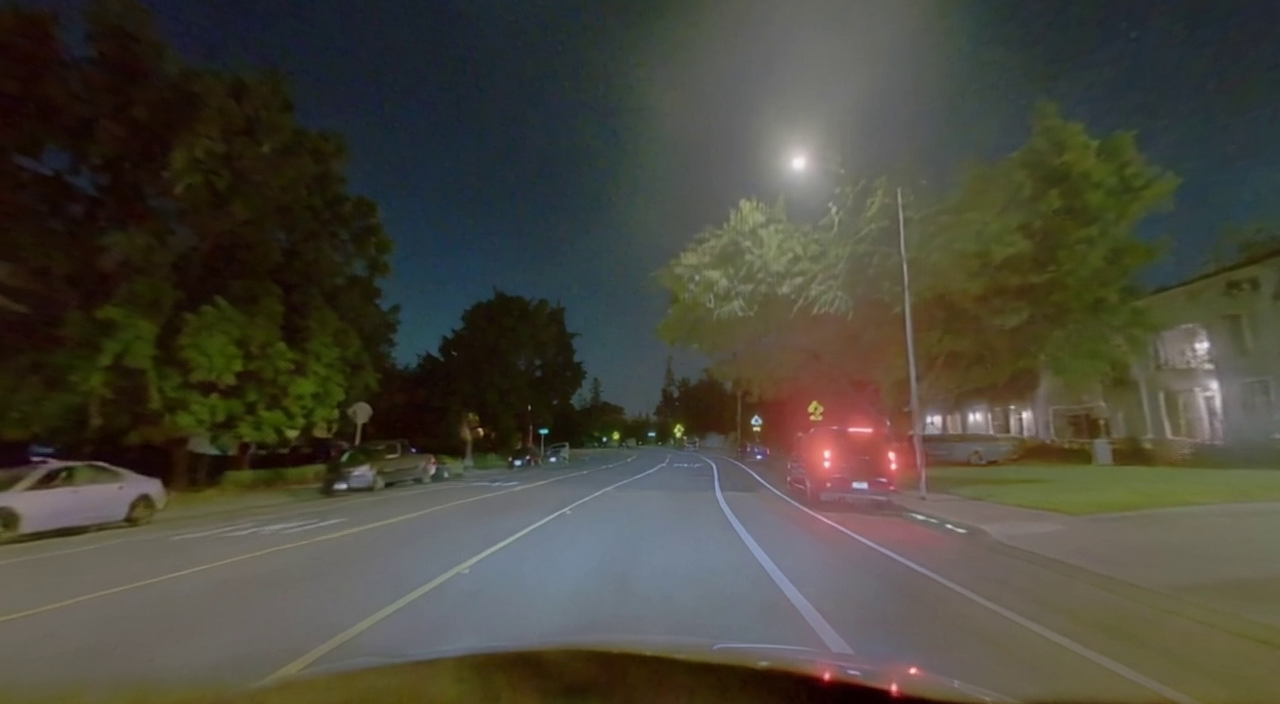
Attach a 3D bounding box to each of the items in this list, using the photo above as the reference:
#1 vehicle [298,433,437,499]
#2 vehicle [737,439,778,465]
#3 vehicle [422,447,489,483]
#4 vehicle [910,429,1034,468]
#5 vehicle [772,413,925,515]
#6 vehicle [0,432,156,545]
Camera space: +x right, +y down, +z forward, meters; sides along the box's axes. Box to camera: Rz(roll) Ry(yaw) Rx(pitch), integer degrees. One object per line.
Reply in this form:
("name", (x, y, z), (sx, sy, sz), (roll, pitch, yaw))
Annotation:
("vehicle", (-9.964, 4.202, 23.619), (2.450, 1.998, 5.367), (-6, -9, 5))
("vehicle", (8.745, 7.443, 47.277), (1.954, 1.732, 6.409), (2, -8, 1))
("vehicle", (-9.142, 5.588, 31.546), (1.967, 1.488, 4.216), (-6, -9, 1))
("vehicle", (15.668, 4.568, 29.970), (4.637, 1.661, 2.158), (-3, -8, 9))
("vehicle", (5.234, 2.913, 17.117), (2.574, 2.156, 6.672), (0, -8, 6))
("vehicle", (-11.220, 2.356, 10.785), (2.105, 1.776, 4.657), (-4, -9, 1))
